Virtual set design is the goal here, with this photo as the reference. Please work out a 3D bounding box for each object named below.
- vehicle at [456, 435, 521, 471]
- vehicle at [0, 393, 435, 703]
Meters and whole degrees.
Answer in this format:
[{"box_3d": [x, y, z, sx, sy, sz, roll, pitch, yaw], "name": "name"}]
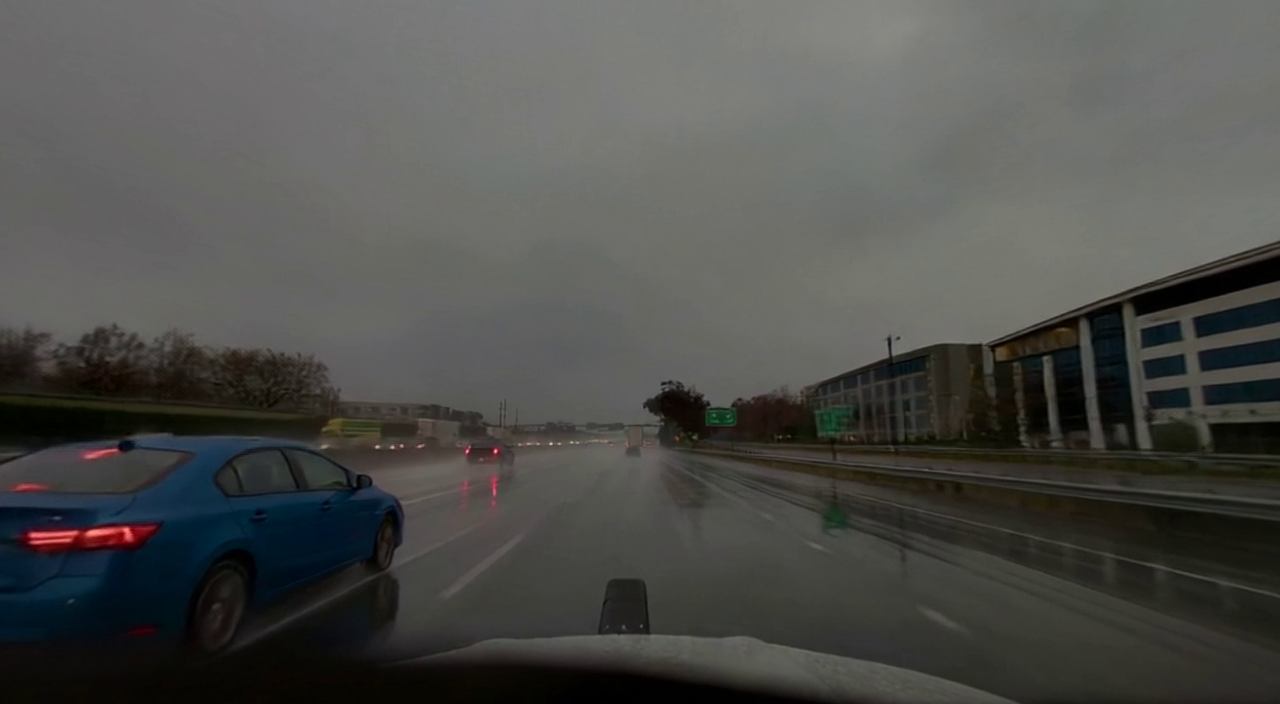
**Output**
[{"box_3d": [-7.535, 5.058, 31.872, 2.118, 1.675, 4.395, 0, -8, 1], "name": "vehicle"}, {"box_3d": [-3.624, 1.324, 5.188, 2.144, 1.565, 4.951, 0, -8, 1], "name": "vehicle"}]
